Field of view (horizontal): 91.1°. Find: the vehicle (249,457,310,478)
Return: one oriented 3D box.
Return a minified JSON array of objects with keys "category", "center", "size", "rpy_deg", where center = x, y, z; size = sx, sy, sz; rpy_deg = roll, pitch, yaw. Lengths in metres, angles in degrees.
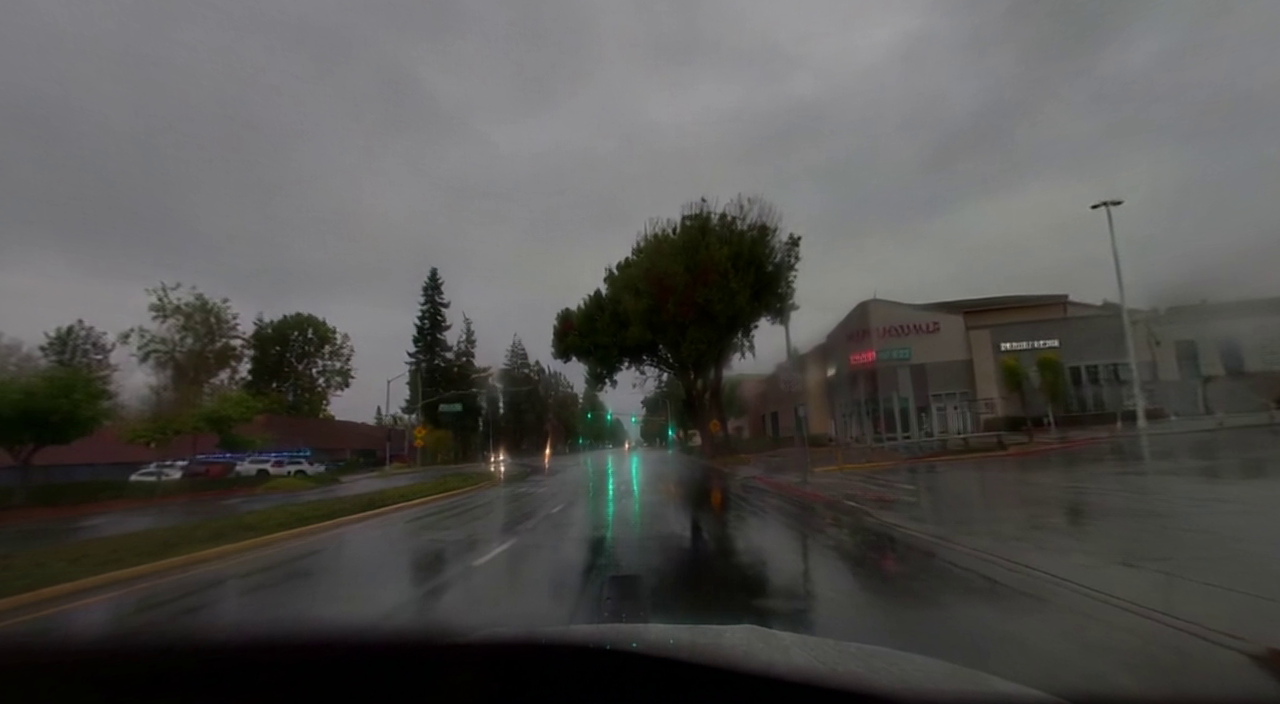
[{"category":"vehicle","center":[-27.510,8.825,47.939],"size":[3.592,1.501,1.697],"rpy_deg":[0,-9,2]}]

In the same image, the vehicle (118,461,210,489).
[{"category":"vehicle","center":[-27.658,7.121,36.553],"size":[3.797,1.527,1.830],"rpy_deg":[0,-9,0]}]

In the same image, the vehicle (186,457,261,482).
[{"category":"vehicle","center":[-28.169,7.943,42.539],"size":[3.664,1.564,2.023],"rpy_deg":[0,-9,1]}]
